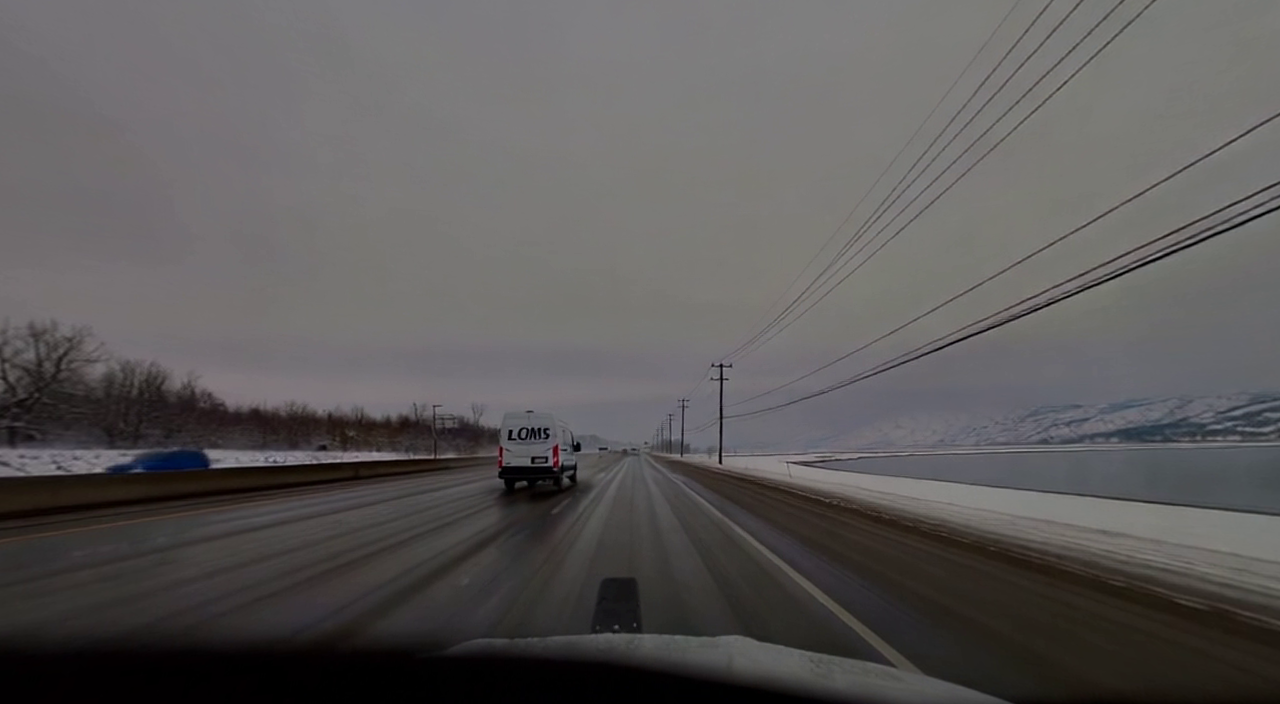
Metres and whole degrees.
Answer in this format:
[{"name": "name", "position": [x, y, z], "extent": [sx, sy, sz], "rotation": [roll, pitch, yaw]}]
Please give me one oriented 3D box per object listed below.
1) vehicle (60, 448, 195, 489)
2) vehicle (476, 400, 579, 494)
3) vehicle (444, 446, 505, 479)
[{"name": "vehicle", "position": [-21.049, 4.763, 26.238], "extent": [1.841, 1.541, 4.469], "rotation": [0, -8, 0]}, {"name": "vehicle", "position": [-3.640, 3.298, 22.018], "extent": [2.331, 2.757, 6.581], "rotation": [0, -8, 0]}, {"name": "vehicle", "position": [-7.764, 5.204, 29.991], "extent": [1.822, 1.448, 3.873], "rotation": [0, -8, 0]}]
